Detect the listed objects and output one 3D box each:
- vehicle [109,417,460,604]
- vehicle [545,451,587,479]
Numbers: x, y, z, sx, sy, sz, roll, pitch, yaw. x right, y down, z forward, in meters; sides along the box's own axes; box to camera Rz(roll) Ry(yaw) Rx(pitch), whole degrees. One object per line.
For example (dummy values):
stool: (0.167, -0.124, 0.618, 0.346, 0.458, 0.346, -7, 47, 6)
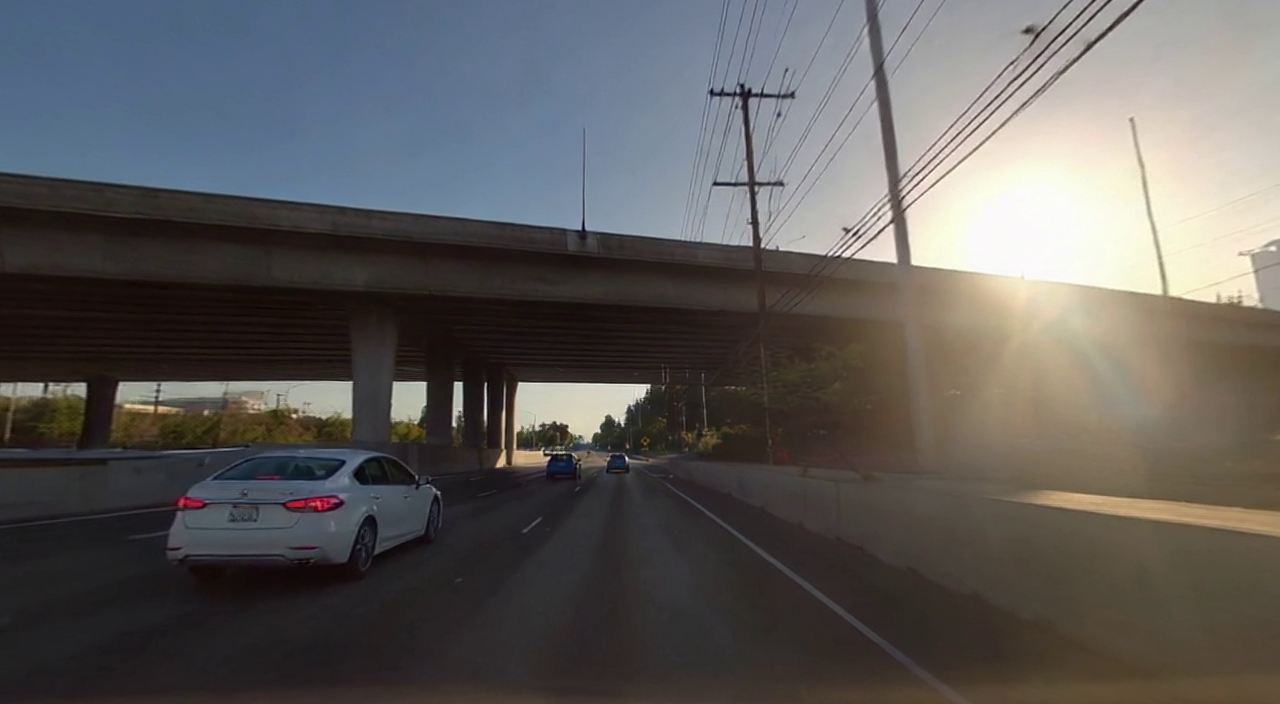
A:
vehicle: (-3.829, 1.748, 7.913, 1.925, 1.666, 4.271, 0, -8, -1)
vehicle: (-4.172, 6.374, 36.014, 1.946, 1.437, 4.154, 0, -8, -1)
